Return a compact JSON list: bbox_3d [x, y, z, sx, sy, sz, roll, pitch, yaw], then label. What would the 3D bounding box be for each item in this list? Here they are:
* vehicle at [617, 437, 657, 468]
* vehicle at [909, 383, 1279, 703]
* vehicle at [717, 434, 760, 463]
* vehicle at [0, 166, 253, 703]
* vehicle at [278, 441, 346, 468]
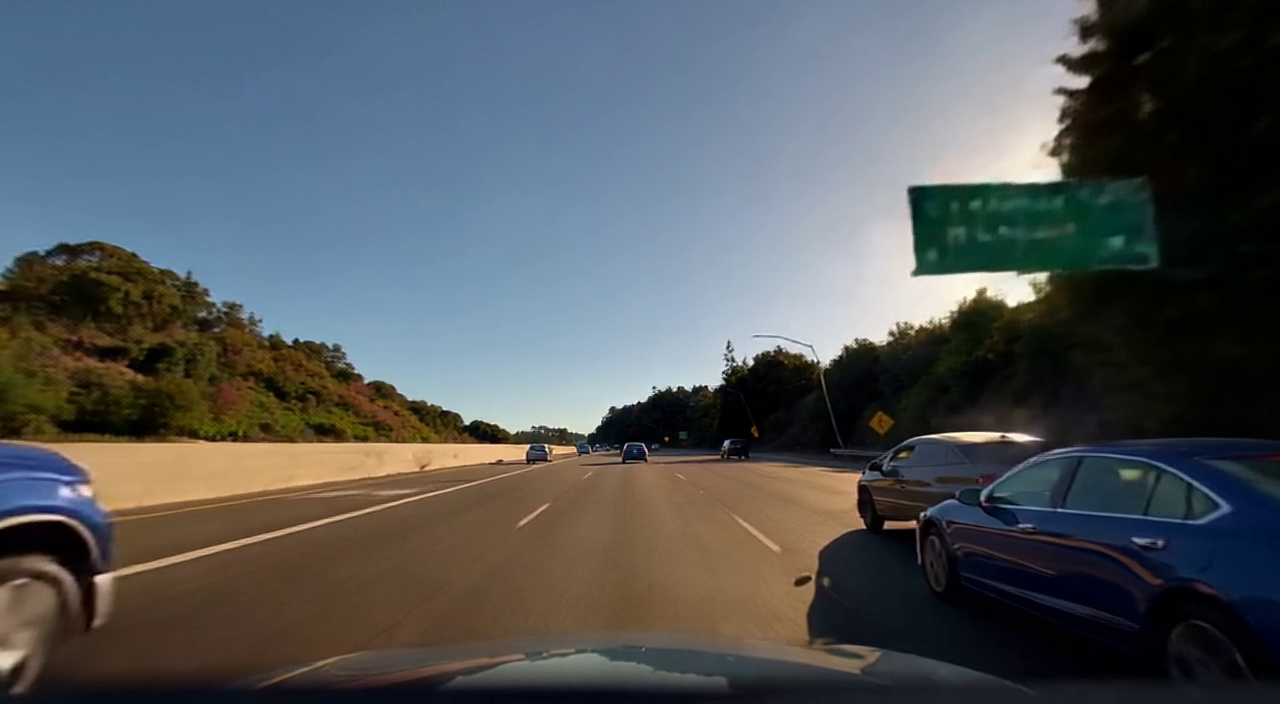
[{"bbox_3d":[-0.202,5.720,35.999,2.157,1.642,4.189,0,-9,-1],"label":"vehicle"},{"bbox_3d":[3.230,0.936,2.653,2.072,1.501,4.694,0,-9,-1],"label":"vehicle"},{"bbox_3d":[7.001,6.935,45.441,2.103,1.898,5.310,0,-9,-1],"label":"vehicle"},{"bbox_3d":[-3.457,0.214,0.360,2.592,2.179,6.034,0,-9,0],"label":"vehicle"},{"bbox_3d":[-21.457,6.721,41.559,2.058,1.667,4.623,0,-9,-1],"label":"vehicle"}]
